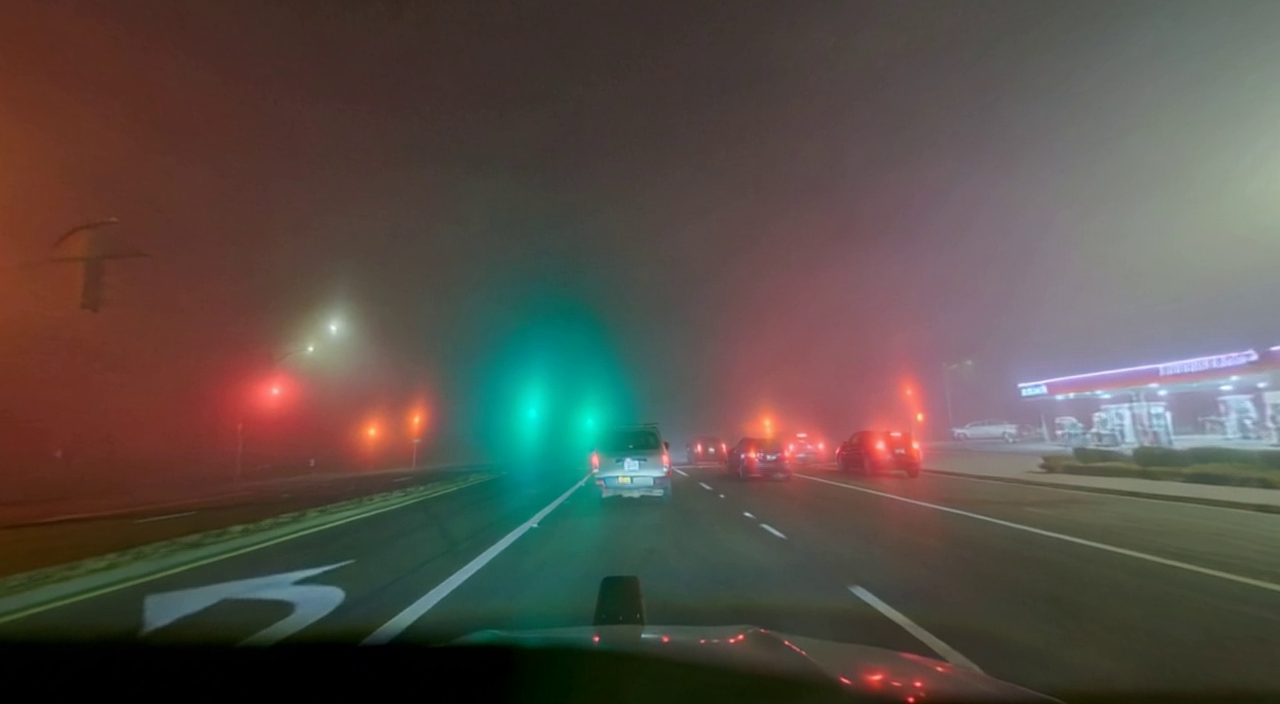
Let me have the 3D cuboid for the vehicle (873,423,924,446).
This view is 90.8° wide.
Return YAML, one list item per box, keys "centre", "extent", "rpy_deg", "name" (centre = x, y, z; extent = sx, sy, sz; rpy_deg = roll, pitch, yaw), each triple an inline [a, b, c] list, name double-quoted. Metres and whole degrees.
- centre: [19.745, 6.370, 48.452]
  extent: [1.925, 1.629, 4.331]
  rpy_deg: [0, -8, -1]
  name: "vehicle"

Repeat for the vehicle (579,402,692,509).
- centre: [-0.108, 2.238, 13.967]
  extent: [2.038, 1.917, 4.900]
  rpy_deg: [0, -8, -1]
  name: "vehicle"

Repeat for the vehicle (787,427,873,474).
- centre: [6.974, 3.678, 23.638]
  extent: [1.793, 1.585, 4.130]
  rpy_deg: [0, -8, -2]
  name: "vehicle"

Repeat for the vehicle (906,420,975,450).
- centre: [19.905, 5.555, 42.171]
  extent: [1.929, 1.763, 5.190]
  rpy_deg: [-3, -8, -1]
  name: "vehicle"

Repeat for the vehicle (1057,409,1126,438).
- centre: [30.574, 4.916, 42.904]
  extent: [1.769, 1.782, 4.068]
  rpy_deg: [0, -9, 3]
  name: "vehicle"

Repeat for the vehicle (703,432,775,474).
- centre: [3.678, 3.841, 24.198]
  extent: [1.940, 1.474, 4.234]
  rpy_deg: [0, -8, -2]
  name: "vehicle"

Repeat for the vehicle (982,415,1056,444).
- centre: [25.300, 5.263, 42.355]
  extent: [2.107, 1.806, 4.410]
  rpy_deg: [0, -8, -2]
  name: "vehicle"

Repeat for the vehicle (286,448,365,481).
- centre: [-16.774, 5.983, 34.011]
  extent: [1.942, 1.479, 4.765]
  rpy_deg: [-4, -8, -1]
  name: "vehicle"

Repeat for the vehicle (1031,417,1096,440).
- centre: [27.799, 5.093, 41.579]
  extent: [1.709, 1.423, 3.660]
  rpy_deg: [0, -8, 0]
  name: "vehicle"
